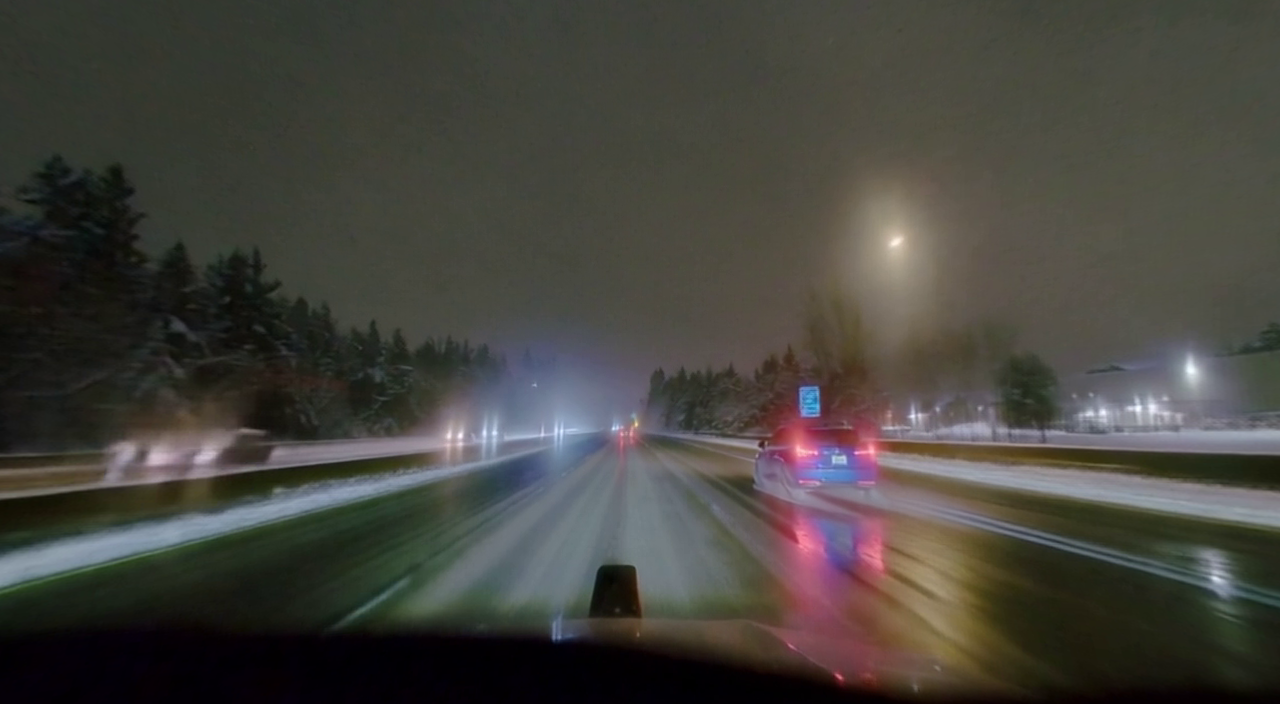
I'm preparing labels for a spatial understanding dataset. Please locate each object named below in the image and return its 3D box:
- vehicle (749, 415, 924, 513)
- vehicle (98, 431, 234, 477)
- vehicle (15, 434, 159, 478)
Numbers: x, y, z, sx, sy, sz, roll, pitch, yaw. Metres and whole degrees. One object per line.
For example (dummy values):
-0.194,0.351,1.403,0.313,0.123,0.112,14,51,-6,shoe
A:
3.520,2.067,12.139,1.973,1.563,3.959,0,-8,-2,vehicle
-16.725,3.596,22.463,1.831,1.484,3.894,0,-8,-1,vehicle
-20.787,3.891,23.880,1.820,1.539,3.955,0,-8,0,vehicle
